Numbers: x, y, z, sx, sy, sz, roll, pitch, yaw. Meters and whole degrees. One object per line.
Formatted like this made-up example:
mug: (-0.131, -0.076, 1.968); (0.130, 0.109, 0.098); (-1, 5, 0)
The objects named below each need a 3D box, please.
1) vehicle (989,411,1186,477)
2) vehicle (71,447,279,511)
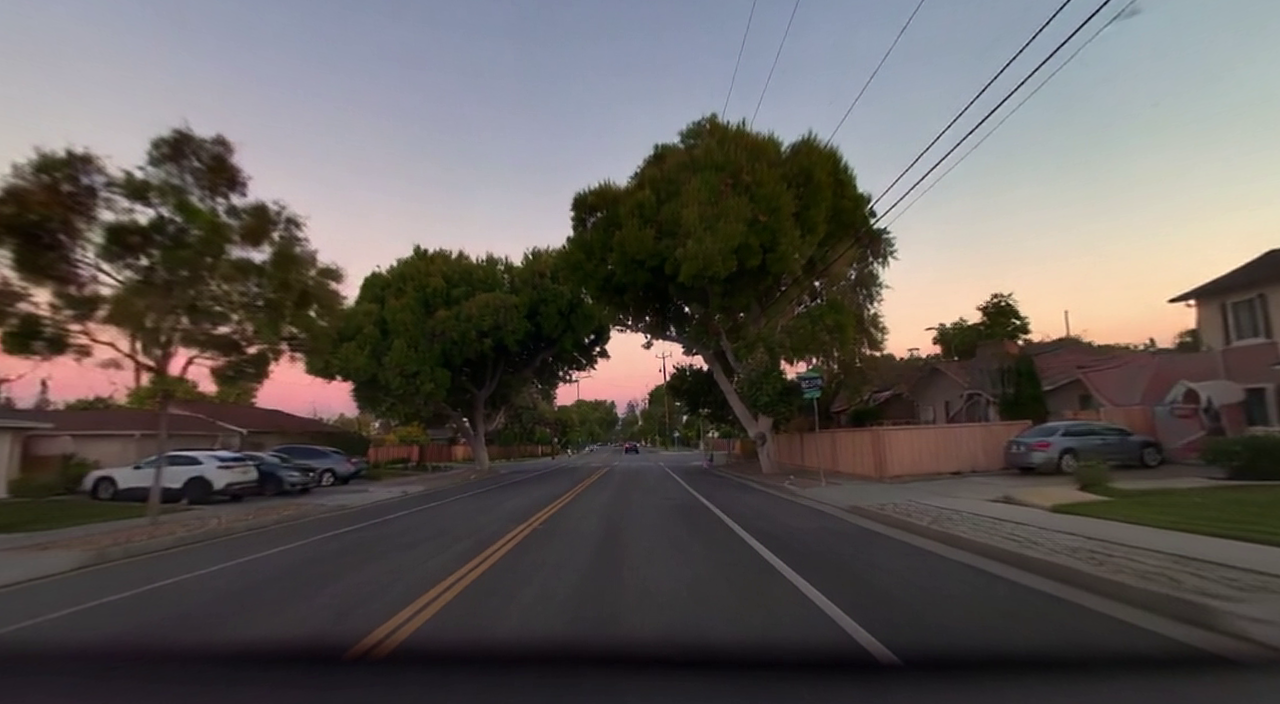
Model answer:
vehicle: (13.158, 2.719, 18.693); (4.653, 1.775, 1.906); (2, -8, -10)
vehicle: (-12.321, 3.362, 16.995); (3.927, 1.560, 2.049); (0, -8, -1)
